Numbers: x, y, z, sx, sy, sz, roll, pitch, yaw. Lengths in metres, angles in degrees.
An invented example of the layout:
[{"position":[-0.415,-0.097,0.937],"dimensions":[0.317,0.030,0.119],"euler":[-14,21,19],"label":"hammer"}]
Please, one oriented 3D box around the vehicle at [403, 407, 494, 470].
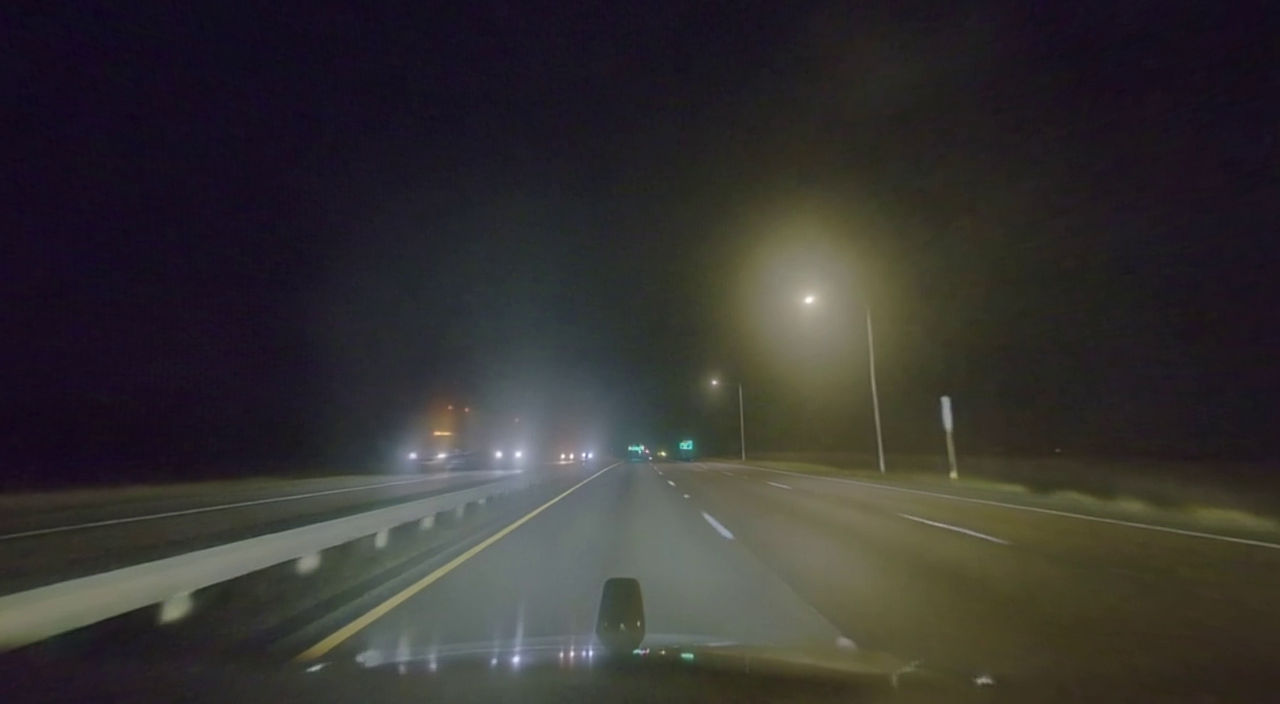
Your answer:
[{"position":[-12.535,5.917,42.520],"dimensions":[2.962,3.737,10.070],"euler":[0,-9,0],"label":"vehicle"}]
